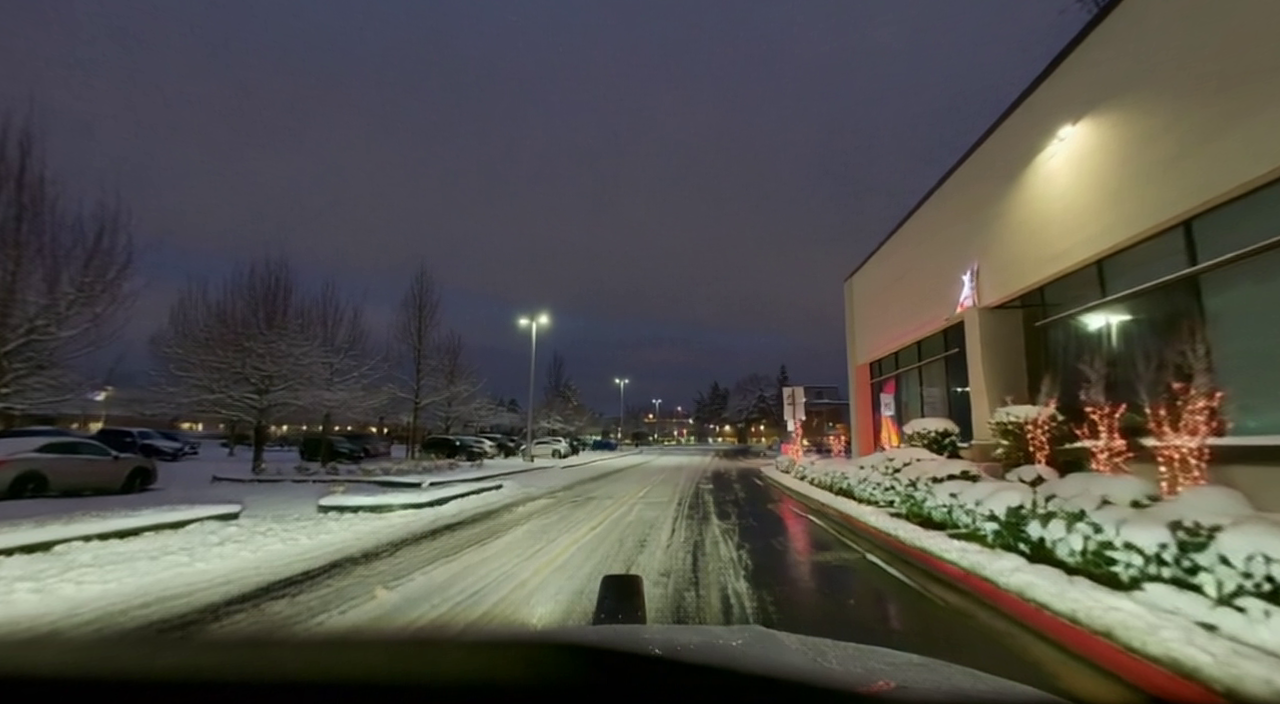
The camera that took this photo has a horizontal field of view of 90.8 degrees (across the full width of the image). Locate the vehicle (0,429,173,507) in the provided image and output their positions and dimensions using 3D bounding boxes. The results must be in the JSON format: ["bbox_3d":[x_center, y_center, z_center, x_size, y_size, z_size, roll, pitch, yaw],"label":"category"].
[{"bbox_3d":[-12.692,2.406,13.428,1.847,1.443,4.484,-1,-8,5],"label":"vehicle"}]

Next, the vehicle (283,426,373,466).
[{"bbox_3d":[-16.057,4.890,32.840,1.972,1.923,4.535,-1,-8,6],"label":"vehicle"}]

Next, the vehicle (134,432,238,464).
[{"bbox_3d":[-23.897,5.073,33.509,1.876,1.591,4.470,-1,-8,6],"label":"vehicle"}]
